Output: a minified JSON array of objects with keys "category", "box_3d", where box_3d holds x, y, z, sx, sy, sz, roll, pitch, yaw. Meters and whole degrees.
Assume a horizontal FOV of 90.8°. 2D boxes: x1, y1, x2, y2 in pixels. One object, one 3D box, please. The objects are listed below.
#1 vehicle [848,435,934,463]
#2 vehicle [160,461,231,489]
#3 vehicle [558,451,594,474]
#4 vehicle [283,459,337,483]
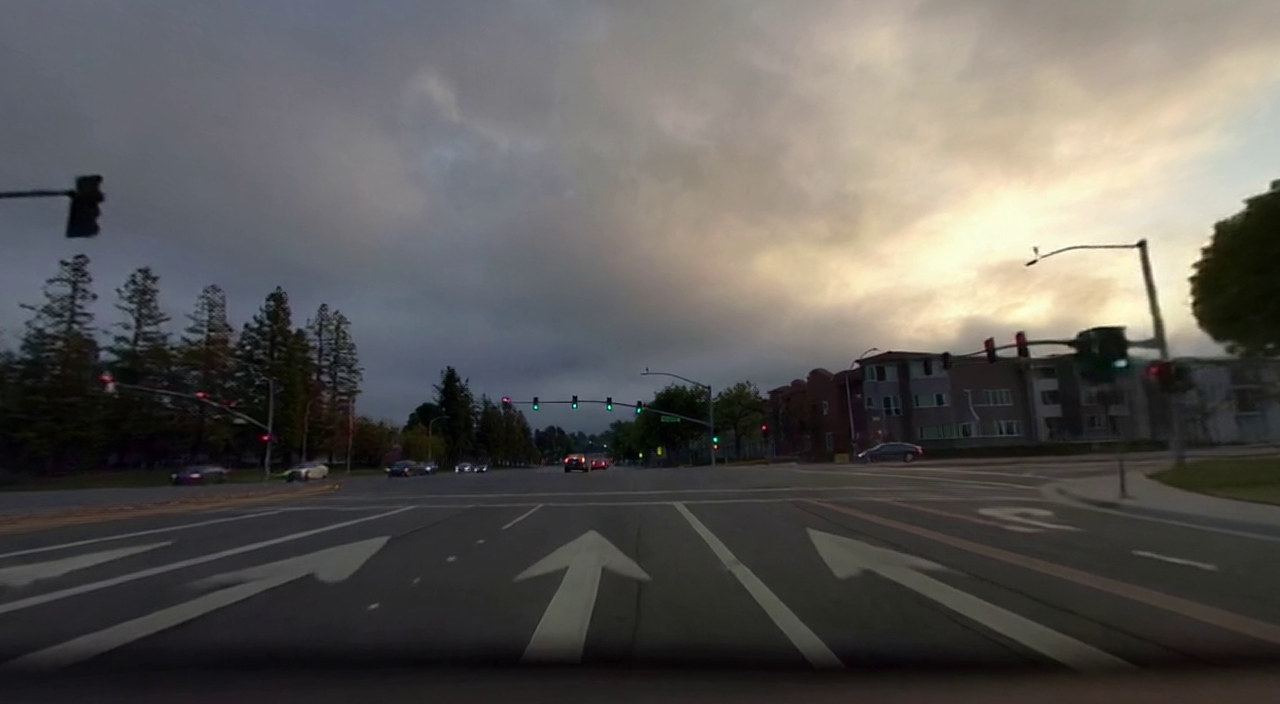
[{"category":"vehicle","box_3d":[17.466,6.779,44.167,5.003,1.786,2.369,0,-9,-2]},{"category":"vehicle","box_3d":[-29.270,8.092,41.772,1.789,1.579,4.026,0,-9,0]},{"category":"vehicle","box_3d":[-4.381,7.685,44.027,2.073,1.445,4.151,0,-9,0]},{"category":"vehicle","box_3d":[-25.931,9.354,49.821,1.877,1.640,4.337,0,-9,0]}]
